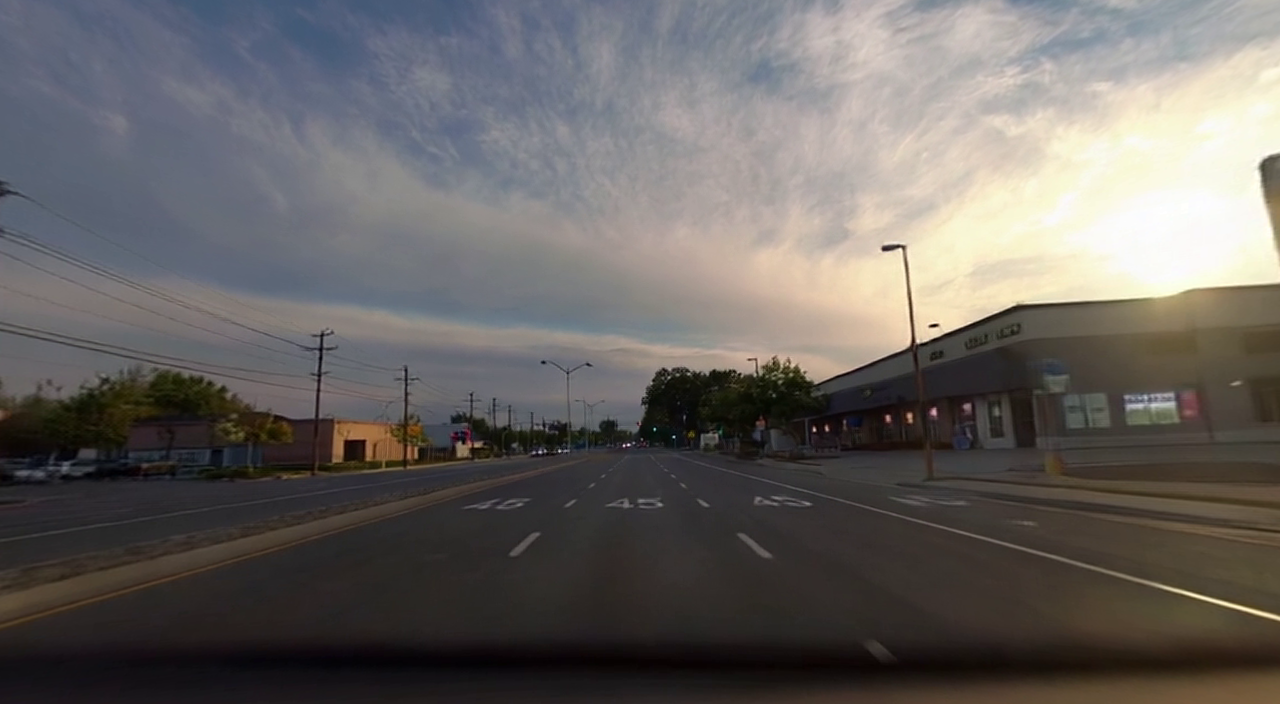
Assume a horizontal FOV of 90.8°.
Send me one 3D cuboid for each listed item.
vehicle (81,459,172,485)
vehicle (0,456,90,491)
[{"bbox_3d":[-32.992,7.708,40.805,1.809,1.448,4.747,-1,-8,2],"label":"vehicle"},{"bbox_3d":[-38.175,7.668,40.218,2.005,1.915,5.056,0,-8,-4],"label":"vehicle"}]
